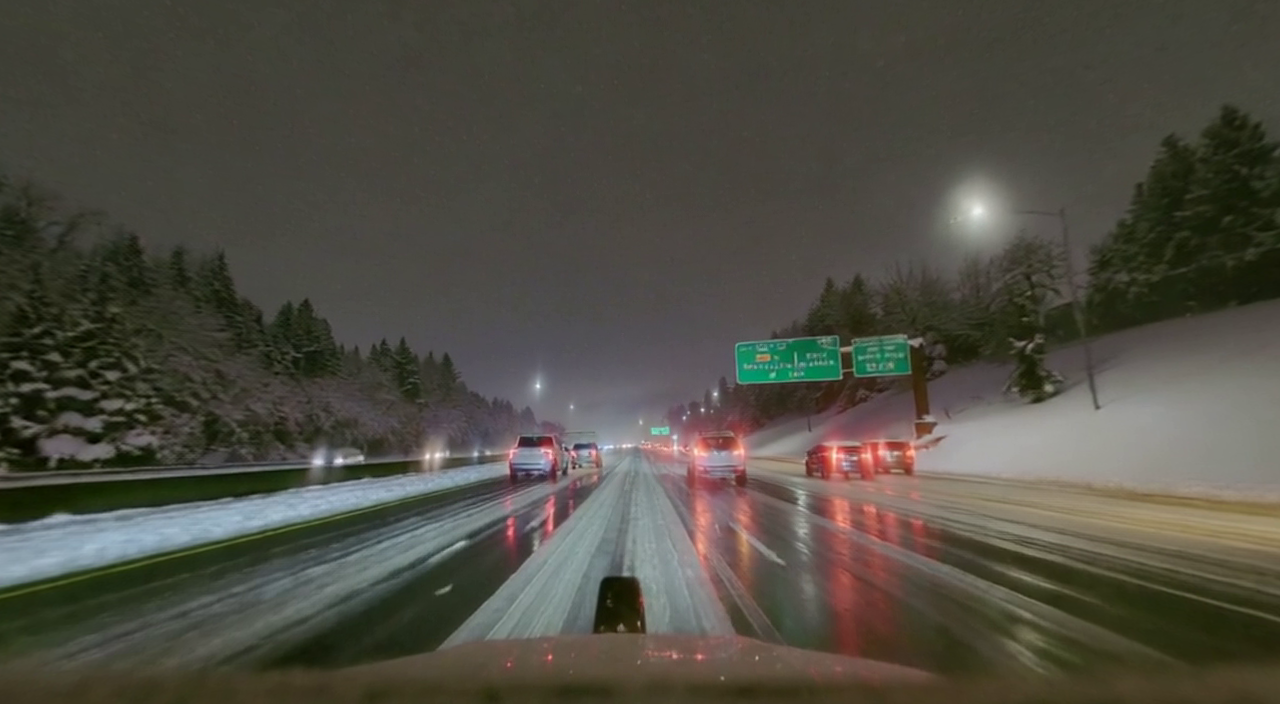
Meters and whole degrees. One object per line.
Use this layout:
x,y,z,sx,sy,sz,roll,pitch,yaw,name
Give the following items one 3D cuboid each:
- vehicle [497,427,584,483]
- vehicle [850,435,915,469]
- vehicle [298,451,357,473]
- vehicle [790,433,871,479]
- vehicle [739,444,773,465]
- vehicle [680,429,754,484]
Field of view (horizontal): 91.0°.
-3.430,3.687,22.763,2.199,1.777,4.790,0,-9,2,vehicle
13.467,5.577,35.230,2.010,1.765,4.375,0,-9,2,vehicle
-23.708,8.345,47.960,1.968,1.518,4.676,0,-9,2,vehicle
7.602,4.200,25.593,2.022,1.682,4.226,0,-9,1,vehicle
8.558,7.576,46.784,1.815,1.479,3.892,0,-9,1,vehicle
2.554,3.589,21.853,2.181,1.728,3.970,0,-9,2,vehicle
